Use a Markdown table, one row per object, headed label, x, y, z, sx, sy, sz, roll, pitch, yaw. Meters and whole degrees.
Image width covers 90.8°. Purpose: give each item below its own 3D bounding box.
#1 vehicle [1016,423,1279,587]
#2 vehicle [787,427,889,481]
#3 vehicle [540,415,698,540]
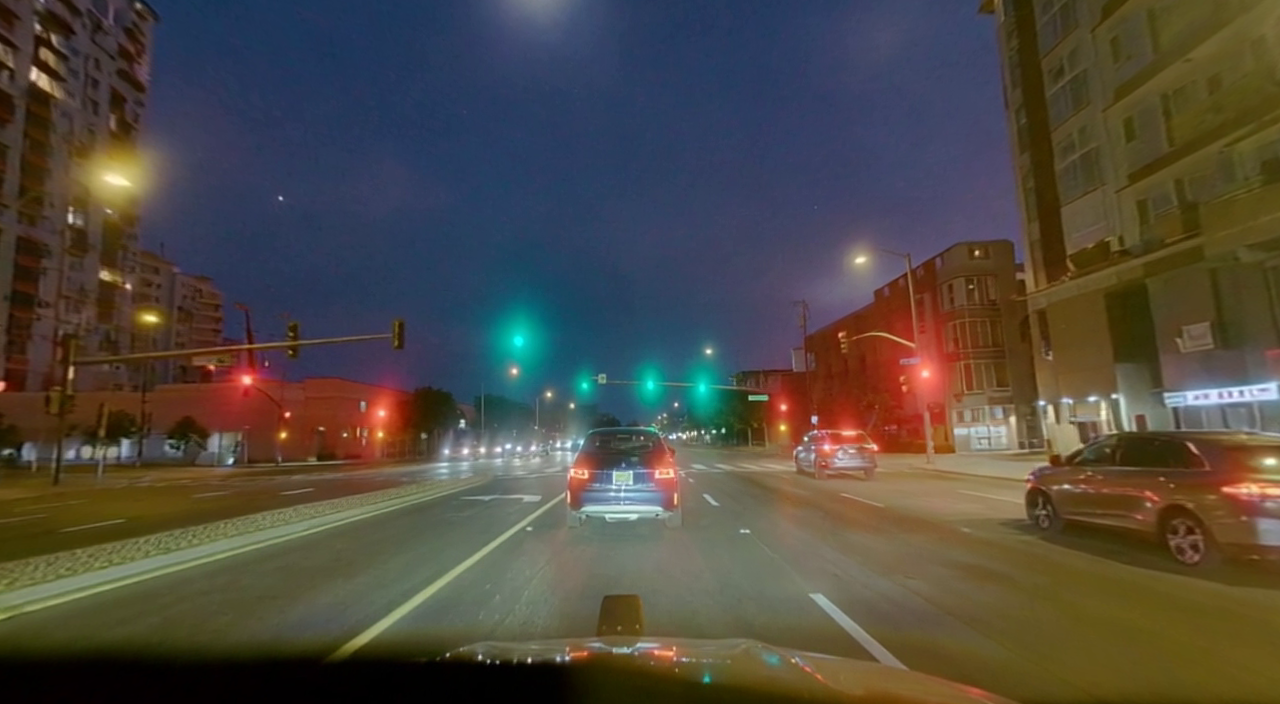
| label | x | y | z | sx | sy | sz | roll | pitch | yaw |
| --- | --- | --- | --- | --- | --- | --- | --- | --- | --- |
| vehicle | 6.454 | 1.582 | 7.171 | 1.768 | 1.417 | 4.213 | 0 | -9 | 0 |
| vehicle | 6.469 | 3.404 | 21.208 | 1.963 | 1.611 | 4.359 | 0 | -9 | -1 |
| vehicle | -0.293 | 1.904 | 10.137 | 2.032 | 1.593 | 3.896 | 0 | -9 | -1 |
